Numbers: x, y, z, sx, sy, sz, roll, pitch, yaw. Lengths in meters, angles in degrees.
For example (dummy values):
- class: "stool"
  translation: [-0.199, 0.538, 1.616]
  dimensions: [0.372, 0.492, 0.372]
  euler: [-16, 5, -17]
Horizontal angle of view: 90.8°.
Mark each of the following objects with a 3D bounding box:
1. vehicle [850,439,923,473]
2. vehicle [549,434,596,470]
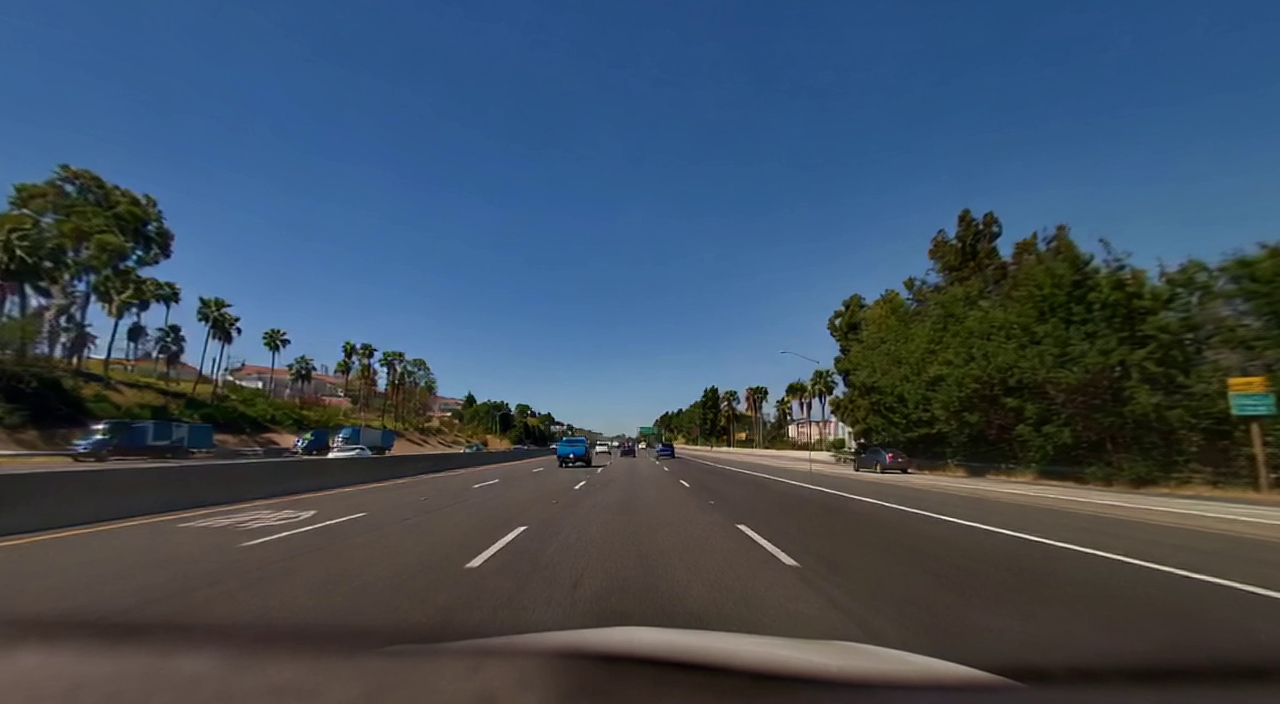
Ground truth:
- class: "vehicle"
  translation: [14.131, 5.985, 36.525]
  dimensions: [2.168, 1.792, 4.457]
  euler: [1, -9, -4]
- class: "vehicle"
  translation: [-3.907, 5.894, 37.304]
  dimensions: [2.225, 1.967, 4.673]
  euler: [0, -9, 0]
